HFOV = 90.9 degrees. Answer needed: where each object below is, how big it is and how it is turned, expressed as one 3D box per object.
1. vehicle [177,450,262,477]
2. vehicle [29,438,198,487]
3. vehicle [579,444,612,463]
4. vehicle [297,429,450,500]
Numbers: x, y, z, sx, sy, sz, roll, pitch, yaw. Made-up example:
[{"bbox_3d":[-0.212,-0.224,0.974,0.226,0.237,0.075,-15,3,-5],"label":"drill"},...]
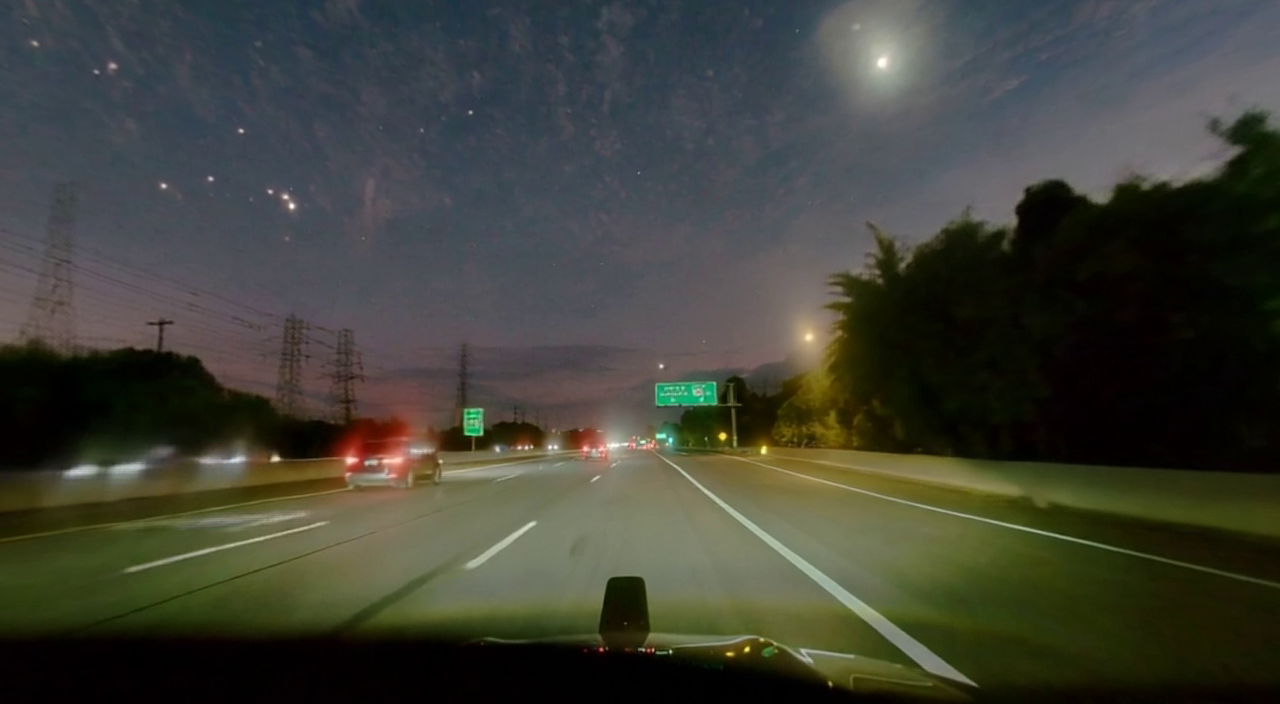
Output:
[{"bbox_3d":[-25.829,6.823,38.902,2.001,1.498,4.611,0,-9,1],"label":"vehicle"},{"bbox_3d":[-18.312,3.848,22.303,1.922,1.510,4.669,0,-9,1],"label":"vehicle"},{"bbox_3d":[-3.355,7.707,48.111,2.048,1.368,4.613,0,-9,1],"label":"vehicle"},{"bbox_3d":[-7.233,3.106,17.809,2.118,1.696,4.836,0,-9,1],"label":"vehicle"}]
